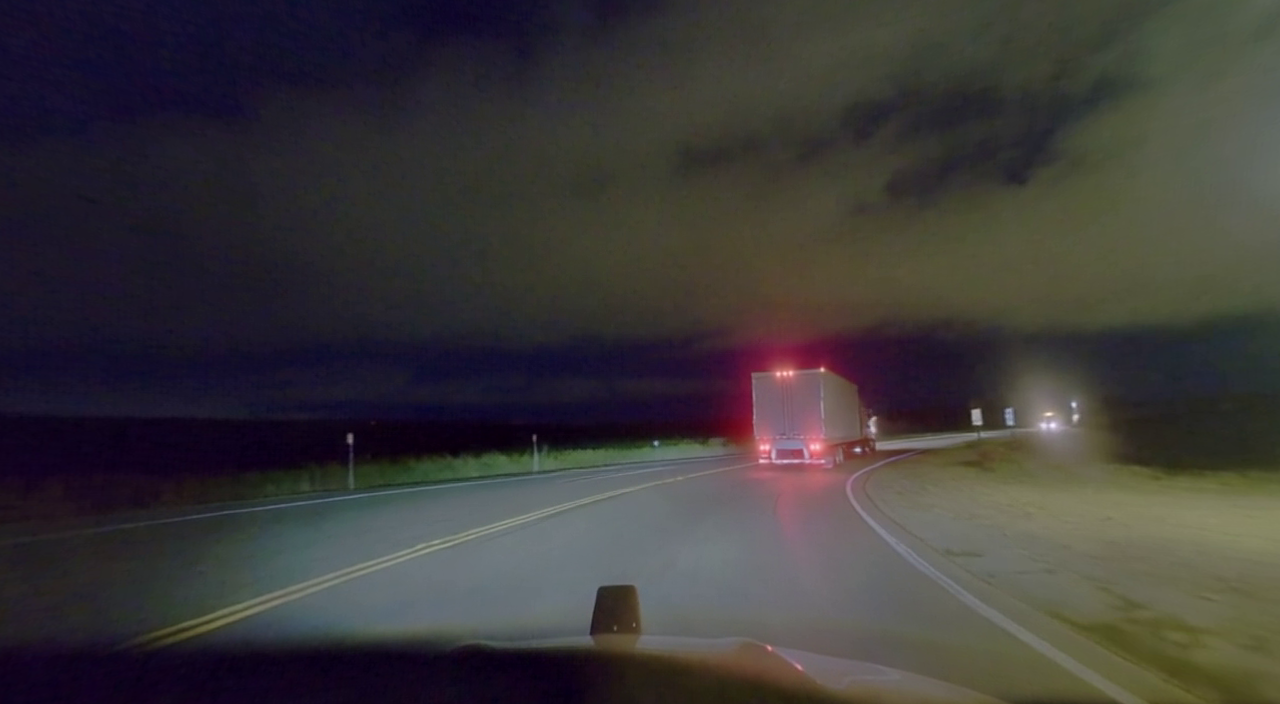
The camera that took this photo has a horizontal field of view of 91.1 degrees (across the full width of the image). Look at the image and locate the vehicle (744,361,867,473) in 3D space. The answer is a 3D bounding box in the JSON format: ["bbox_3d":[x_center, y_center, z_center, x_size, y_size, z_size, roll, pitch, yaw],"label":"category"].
[{"bbox_3d":[7.281,2.874,26.223,2.837,3.712,10.484,-4,-9,26],"label":"vehicle"}]
